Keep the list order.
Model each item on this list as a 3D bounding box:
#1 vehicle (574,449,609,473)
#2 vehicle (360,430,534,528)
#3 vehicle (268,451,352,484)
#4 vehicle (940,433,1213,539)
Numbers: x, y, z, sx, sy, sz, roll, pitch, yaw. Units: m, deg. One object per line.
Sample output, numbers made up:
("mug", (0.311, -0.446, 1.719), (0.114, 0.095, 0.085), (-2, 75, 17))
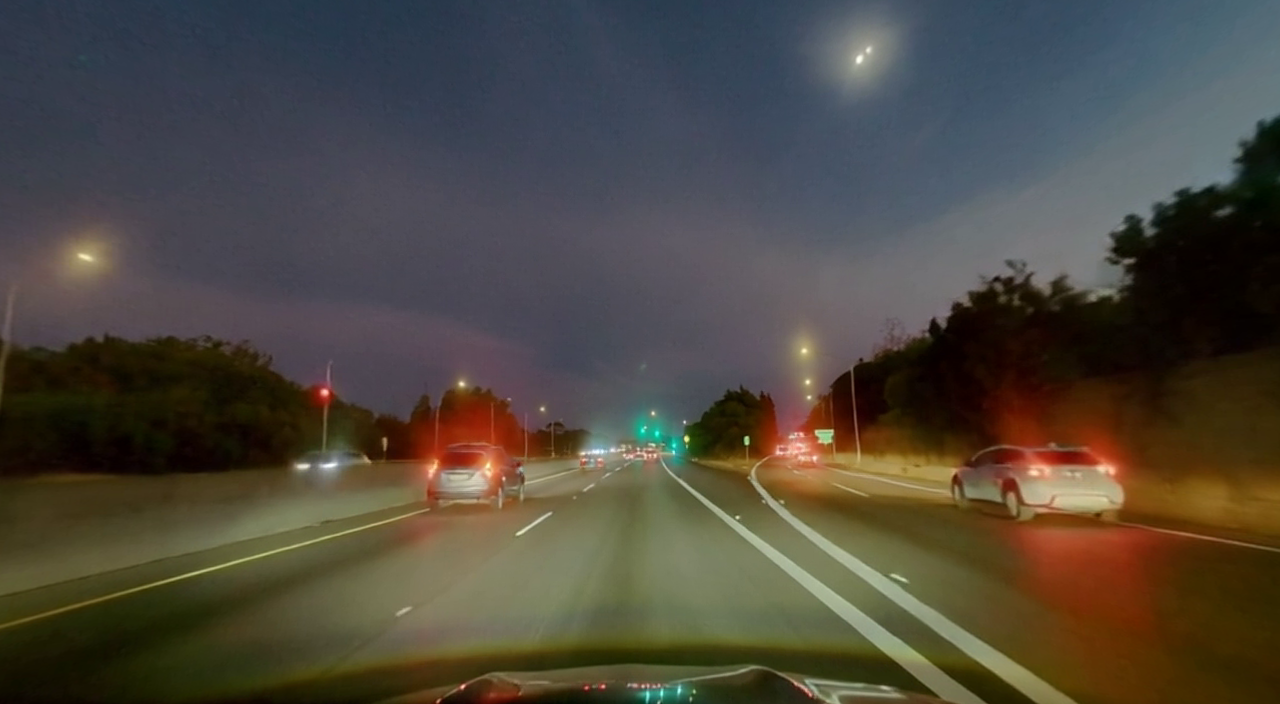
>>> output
("vehicle", (-3.293, 7.449, 43.369), (1.997, 1.540, 3.906), (0, -9, 1))
("vehicle", (-3.750, 2.559, 13.242), (2.263, 1.696, 4.321), (0, -9, 0))
("vehicle", (-16.154, 5.651, 31.061), (1.897, 1.470, 3.972), (0, -9, 1))
("vehicle", (7.591, 2.349, 11.749), (2.020, 1.548, 4.715), (-1, -9, 5))
